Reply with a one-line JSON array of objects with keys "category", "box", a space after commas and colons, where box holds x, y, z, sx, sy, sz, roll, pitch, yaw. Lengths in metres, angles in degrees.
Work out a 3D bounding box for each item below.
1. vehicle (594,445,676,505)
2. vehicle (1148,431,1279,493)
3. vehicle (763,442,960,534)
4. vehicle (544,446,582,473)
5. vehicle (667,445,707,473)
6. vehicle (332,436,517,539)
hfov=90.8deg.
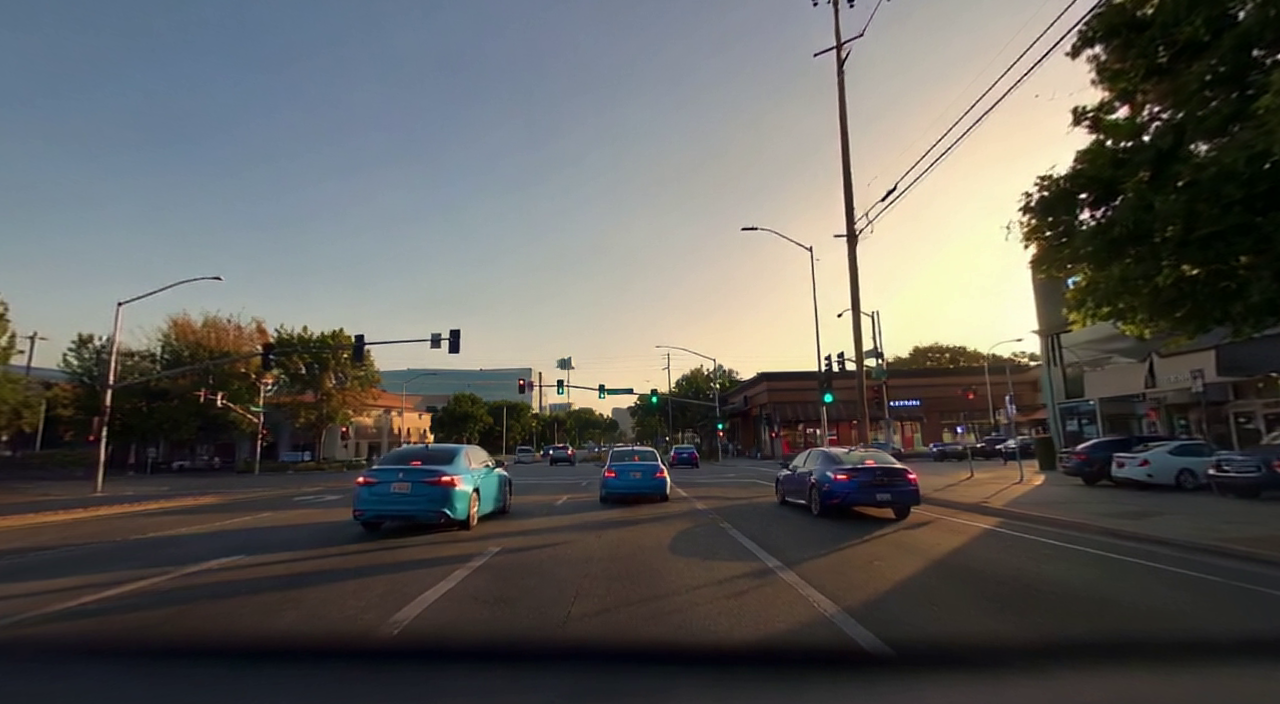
[{"category": "vehicle", "box": [-0.200, 3.421, 18.076, 2.072, 1.473, 4.139, 0, -9, -2]}, {"category": "vehicle", "box": [16.469, 2.820, 16.458, 4.802, 1.480, 2.126, 1, -9, -6]}, {"category": "vehicle", "box": [4.144, 2.616, 12.914, 2.119, 1.479, 4.910, 0, -9, -2]}, {"category": "vehicle", "box": [-4.769, 6.736, 39.802, 1.932, 1.606, 4.157, 0, -9, -1]}, {"category": "vehicle", "box": [2.898, 6.687, 39.776, 1.986, 1.660, 4.006, 0, -9, -2]}, {"category": "vehicle", "box": [-3.821, 2.468, 12.256, 2.035, 1.564, 4.702, 0, -9, -1]}]
